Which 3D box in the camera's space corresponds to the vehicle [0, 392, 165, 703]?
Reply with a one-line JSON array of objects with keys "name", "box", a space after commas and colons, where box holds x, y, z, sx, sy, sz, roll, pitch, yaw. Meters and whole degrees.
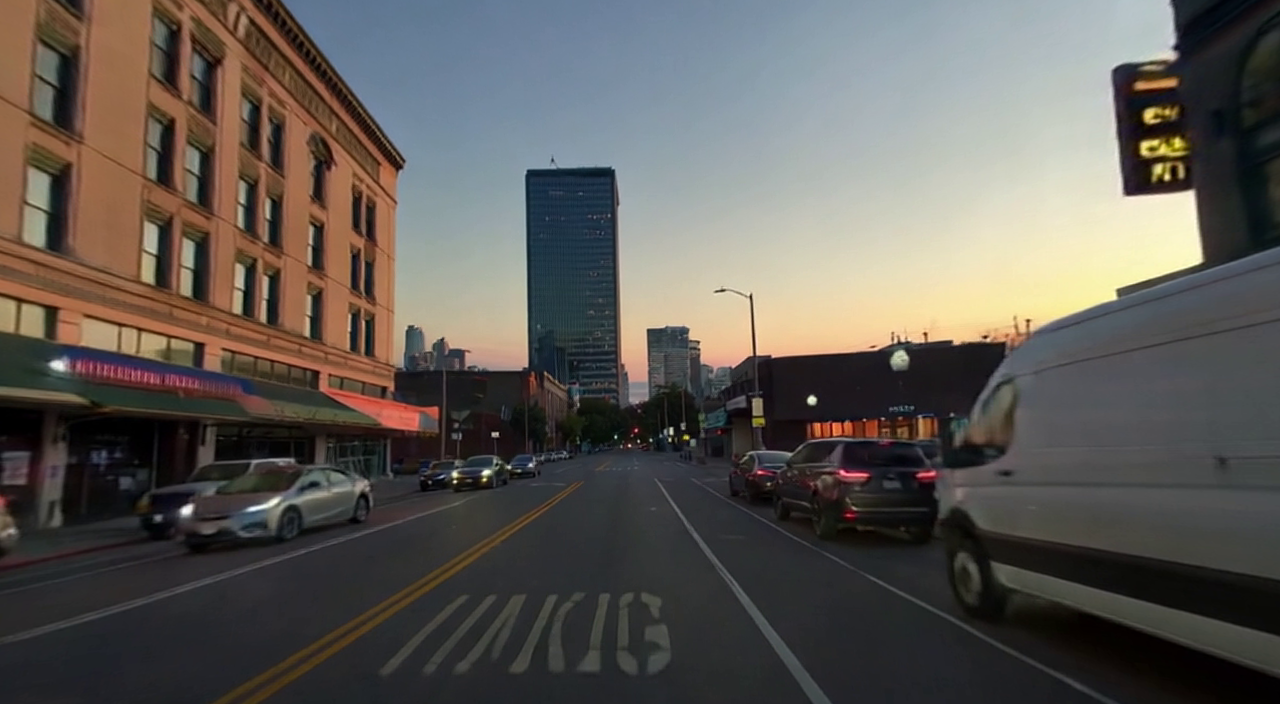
[{"name": "vehicle", "box": [-3.242, 0.727, 0.778, 2.024, 1.579, 4.300, 0, -9, -2]}]

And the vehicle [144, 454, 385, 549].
[{"name": "vehicle", "box": [-7.218, 2.878, 12.893, 2.009, 1.488, 4.650, -1, -9, 1]}]

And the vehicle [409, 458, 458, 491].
[{"name": "vehicle", "box": [-11.456, 6.792, 35.206, 1.586, 1.397, 3.473, -3, -6, 0]}]

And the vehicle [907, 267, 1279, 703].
[{"name": "vehicle", "box": [3.796, 0.826, 3.261, 2.215, 2.177, 5.608, 0, -9, -2]}]

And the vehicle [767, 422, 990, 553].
[{"name": "vehicle", "box": [3.741, 2.210, 11.082, 1.881, 1.751, 4.859, 0, -9, -1]}]

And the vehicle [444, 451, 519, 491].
[{"name": "vehicle", "box": [-6.658, 5.034, 27.092, 1.993, 1.484, 4.812, 0, -9, 0]}]
